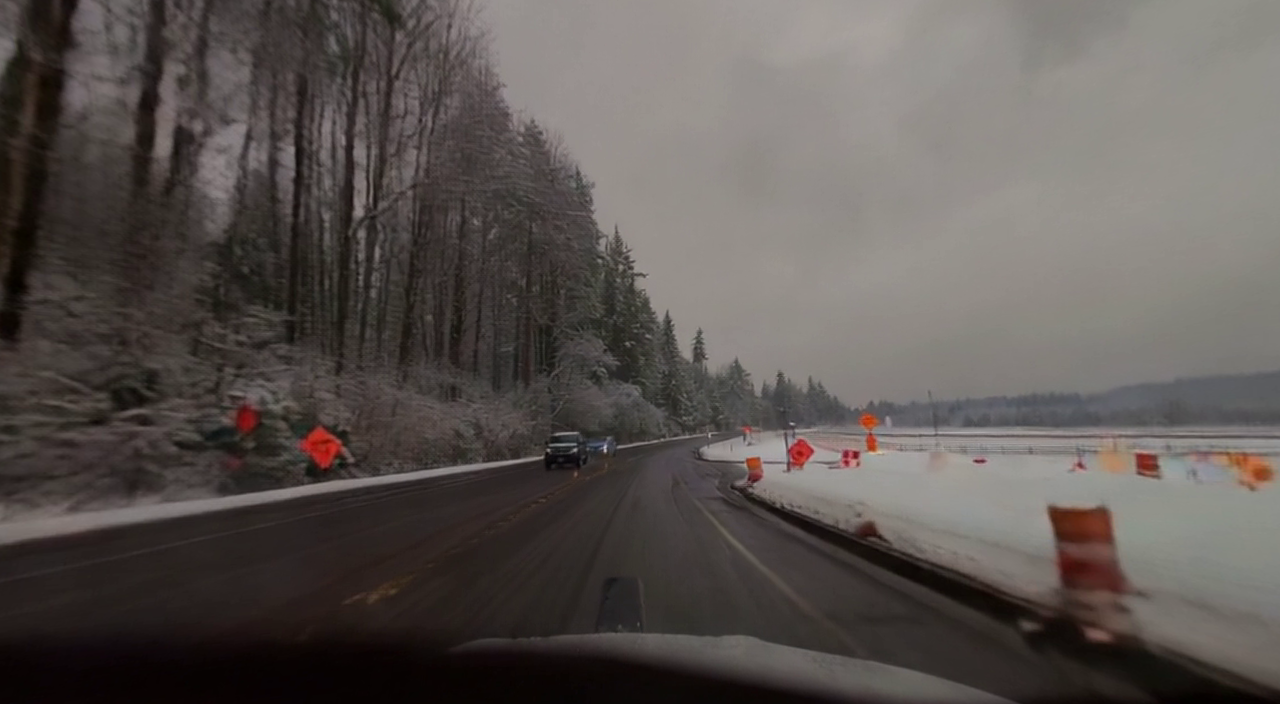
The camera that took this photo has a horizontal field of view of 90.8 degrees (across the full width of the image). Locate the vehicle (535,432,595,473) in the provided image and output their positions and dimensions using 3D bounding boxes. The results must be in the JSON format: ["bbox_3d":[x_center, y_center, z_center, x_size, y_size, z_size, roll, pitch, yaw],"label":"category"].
[{"bbox_3d":[-3.755,5.145,32.509,2.119,1.935,4.881,-1,-8,4],"label":"vehicle"}]
